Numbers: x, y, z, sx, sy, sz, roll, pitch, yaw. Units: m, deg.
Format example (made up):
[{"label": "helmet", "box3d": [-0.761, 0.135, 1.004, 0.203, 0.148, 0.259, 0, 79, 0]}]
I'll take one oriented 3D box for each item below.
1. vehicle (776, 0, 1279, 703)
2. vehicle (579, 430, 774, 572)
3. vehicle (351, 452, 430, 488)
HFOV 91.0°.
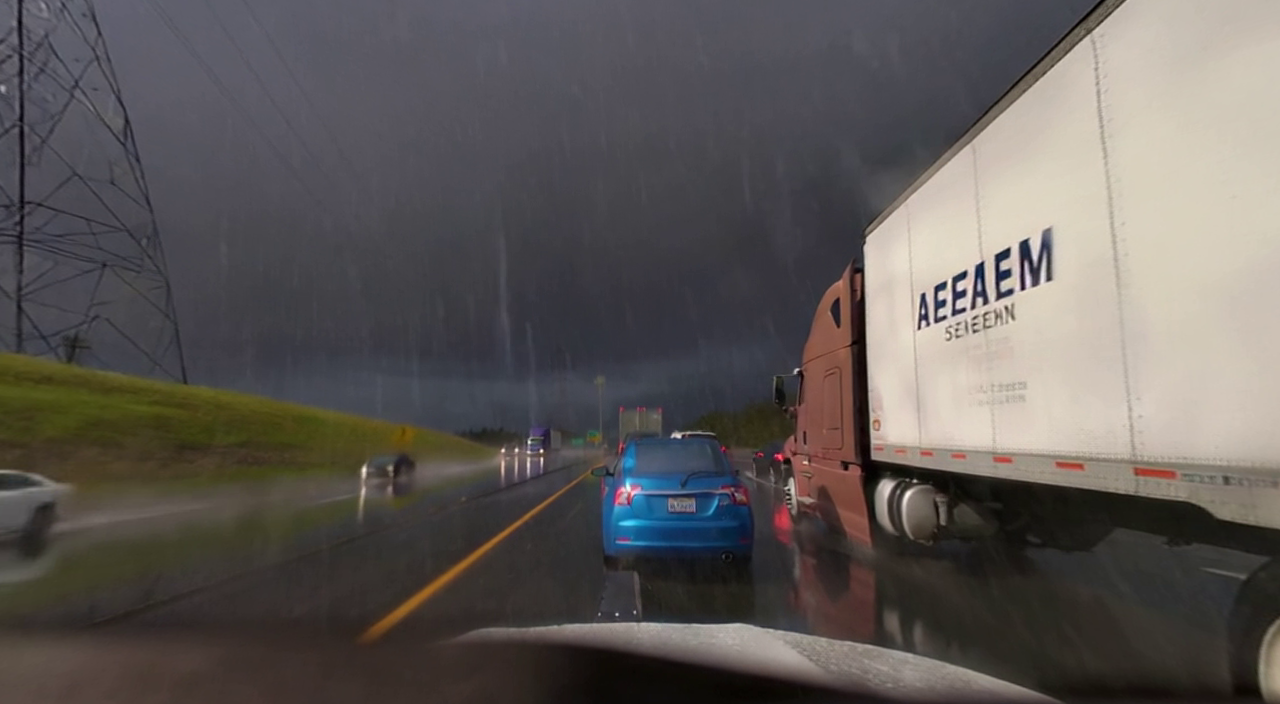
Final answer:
[{"label": "vehicle", "box3d": [4.114, -0.162, 3.595, 3.138, 4.065, 14.276, 0, -8, -1]}, {"label": "vehicle", "box3d": [0.324, 1.821, 8.452, 2.045, 1.446, 3.597, 0, -8, -2]}, {"label": "vehicle", "box3d": [-11.880, 5.615, 30.363, 1.914, 1.478, 4.597, -1, -8, 0]}]
